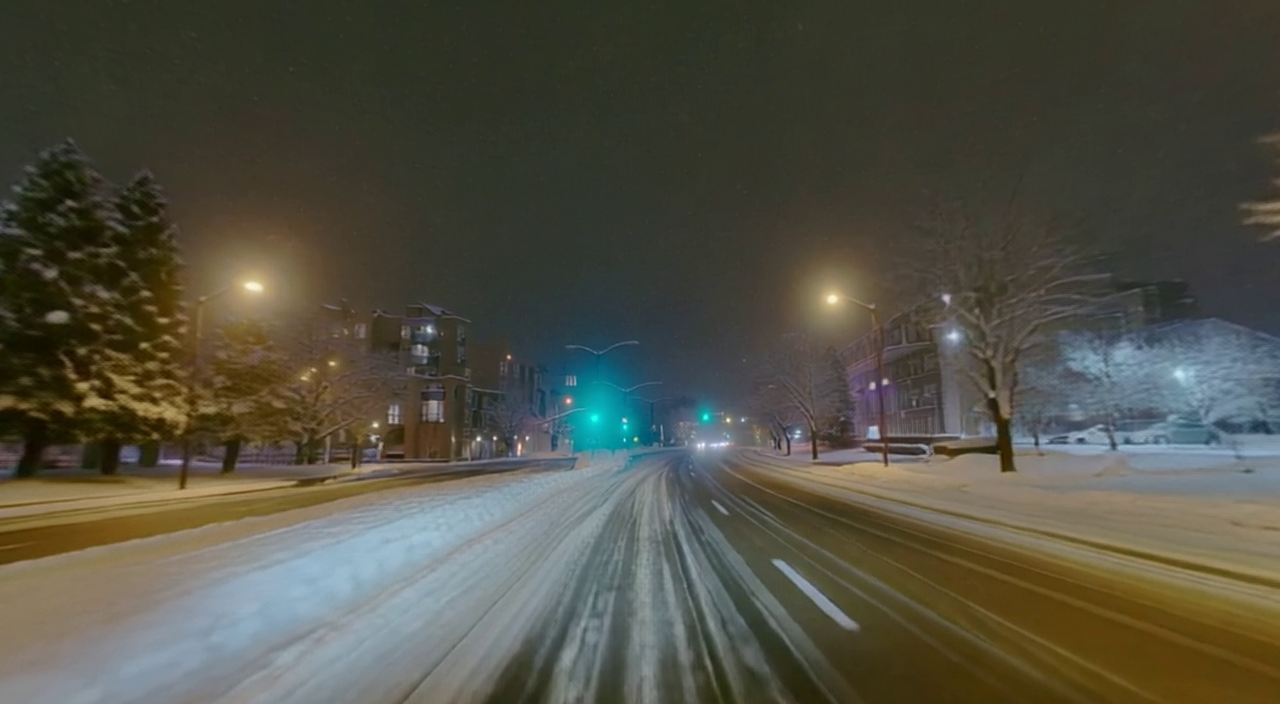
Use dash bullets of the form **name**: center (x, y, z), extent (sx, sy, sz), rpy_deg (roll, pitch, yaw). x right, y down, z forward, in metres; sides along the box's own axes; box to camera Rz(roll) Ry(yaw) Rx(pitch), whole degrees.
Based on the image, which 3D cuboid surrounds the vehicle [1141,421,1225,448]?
- **vehicle**: center (36.063, 5.488, 41.962), extent (4.540, 1.717, 1.926), rpy_deg (2, -9, -16)

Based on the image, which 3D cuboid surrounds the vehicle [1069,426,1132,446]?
- **vehicle**: center (34.188, 6.248, 46.934), extent (3.693, 1.473, 1.643), rpy_deg (2, -9, -14)
